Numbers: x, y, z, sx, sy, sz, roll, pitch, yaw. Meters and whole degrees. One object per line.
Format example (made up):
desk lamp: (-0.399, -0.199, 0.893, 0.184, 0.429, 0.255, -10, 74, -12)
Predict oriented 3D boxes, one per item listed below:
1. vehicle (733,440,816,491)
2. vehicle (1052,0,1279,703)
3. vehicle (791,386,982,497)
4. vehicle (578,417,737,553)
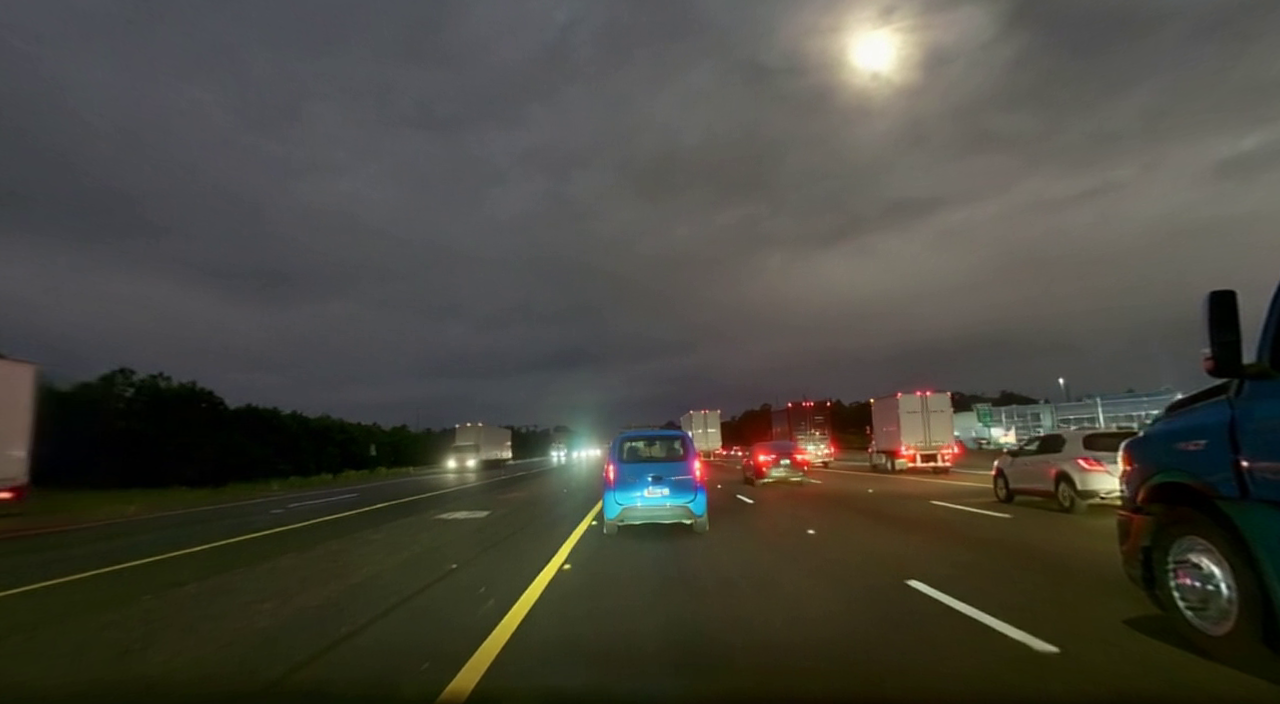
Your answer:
vehicle: (4.337, 3.696, 20.750, 1.859, 1.512, 3.711, 0, -9, -1)
vehicle: (4.271, -0.260, 1.010, 2.987, 3.877, 5.881, 0, -9, 0)
vehicle: (8.447, 3.402, 23.562, 2.799, 3.188, 10.578, 0, -9, 0)
vehicle: (0.260, 1.928, 9.588, 1.965, 1.664, 3.428, -1, -9, 2)
